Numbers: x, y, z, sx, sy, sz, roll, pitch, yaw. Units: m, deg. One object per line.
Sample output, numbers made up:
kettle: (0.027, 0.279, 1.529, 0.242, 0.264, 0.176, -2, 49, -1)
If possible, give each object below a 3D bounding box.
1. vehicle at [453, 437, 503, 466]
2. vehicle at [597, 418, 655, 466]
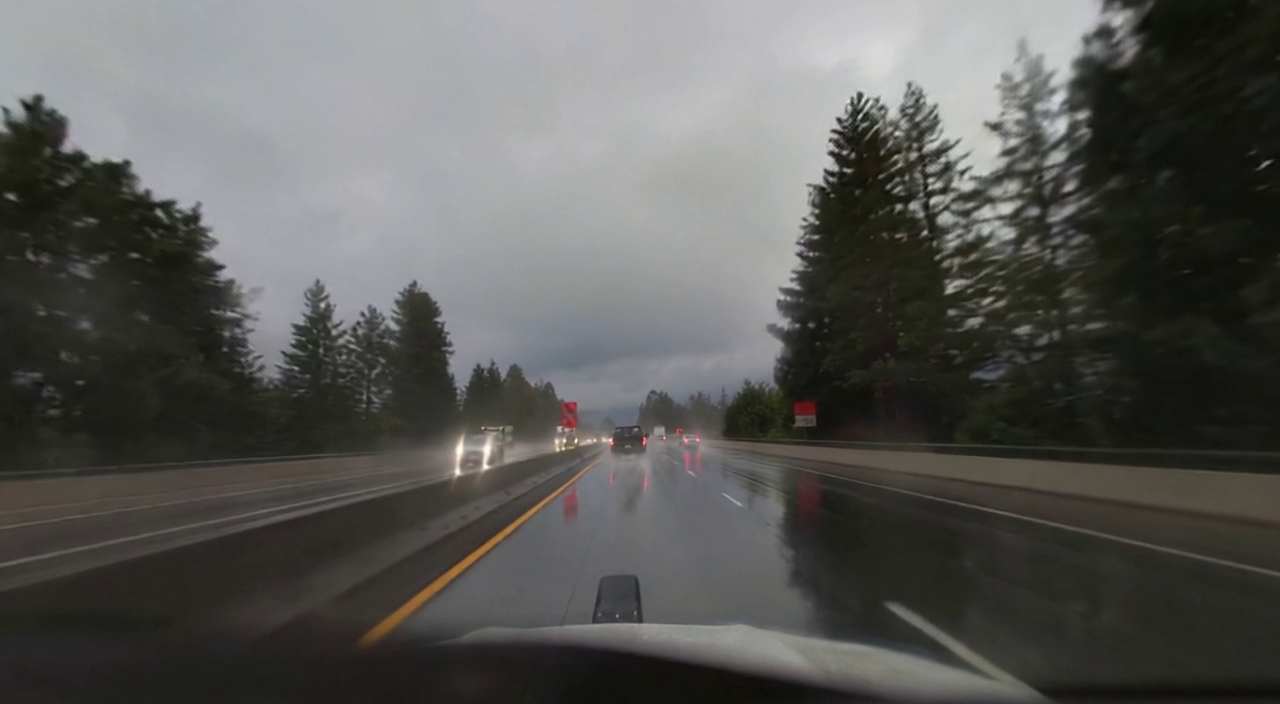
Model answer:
vehicle: (-9.512, 5.861, 37.353, 1.903, 1.591, 4.430, 0, -8, -1)
vehicle: (-0.658, 4.243, 29.823, 2.503, 2.044, 4.633, 0, -8, -1)
